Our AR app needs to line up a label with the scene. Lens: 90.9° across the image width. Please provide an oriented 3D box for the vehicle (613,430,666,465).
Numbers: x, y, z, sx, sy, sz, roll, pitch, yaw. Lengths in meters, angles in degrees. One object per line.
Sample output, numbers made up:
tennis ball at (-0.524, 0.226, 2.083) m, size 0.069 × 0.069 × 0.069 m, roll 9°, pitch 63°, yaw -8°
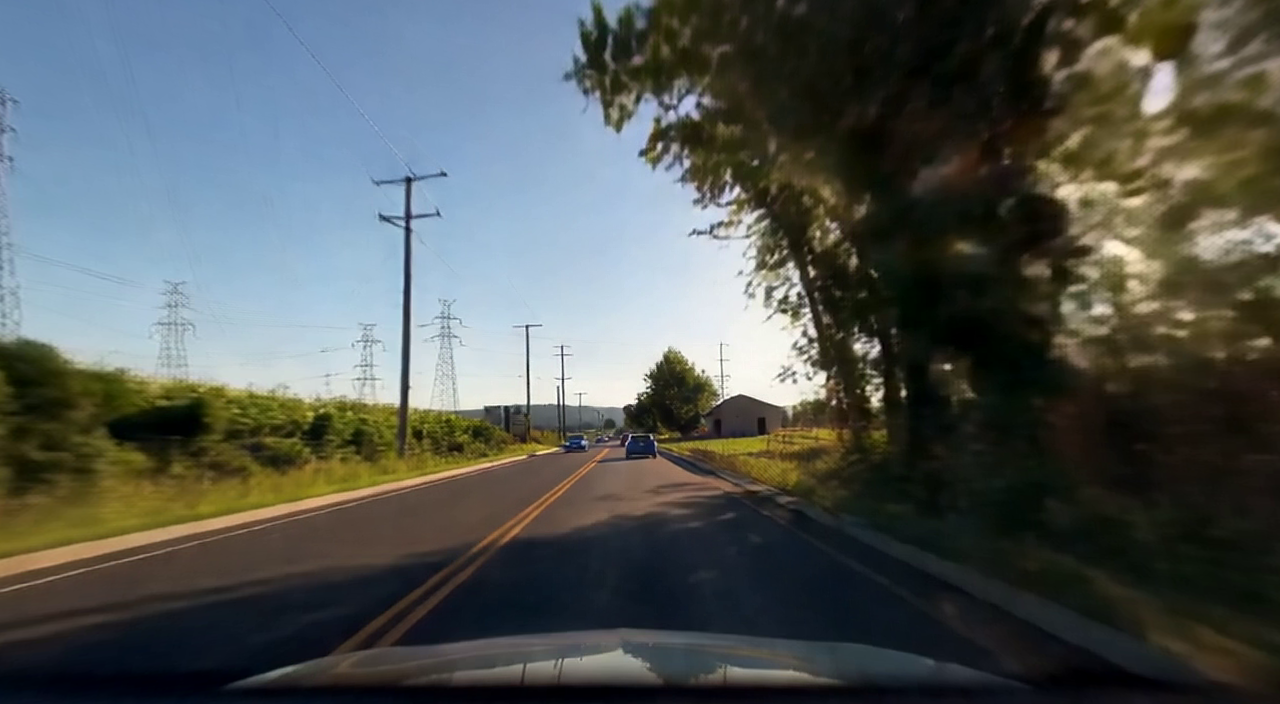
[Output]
vehicle at (-0.080, 4.344, 28.772) m, size 2.241 × 1.471 × 3.829 m, roll 0°, pitch -8°, yaw -2°

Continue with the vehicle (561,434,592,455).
vehicle at (-4.774, 7.042, 48.147) m, size 2.019 × 1.511 × 4.290 m, roll 0°, pitch -8°, yaw -1°
